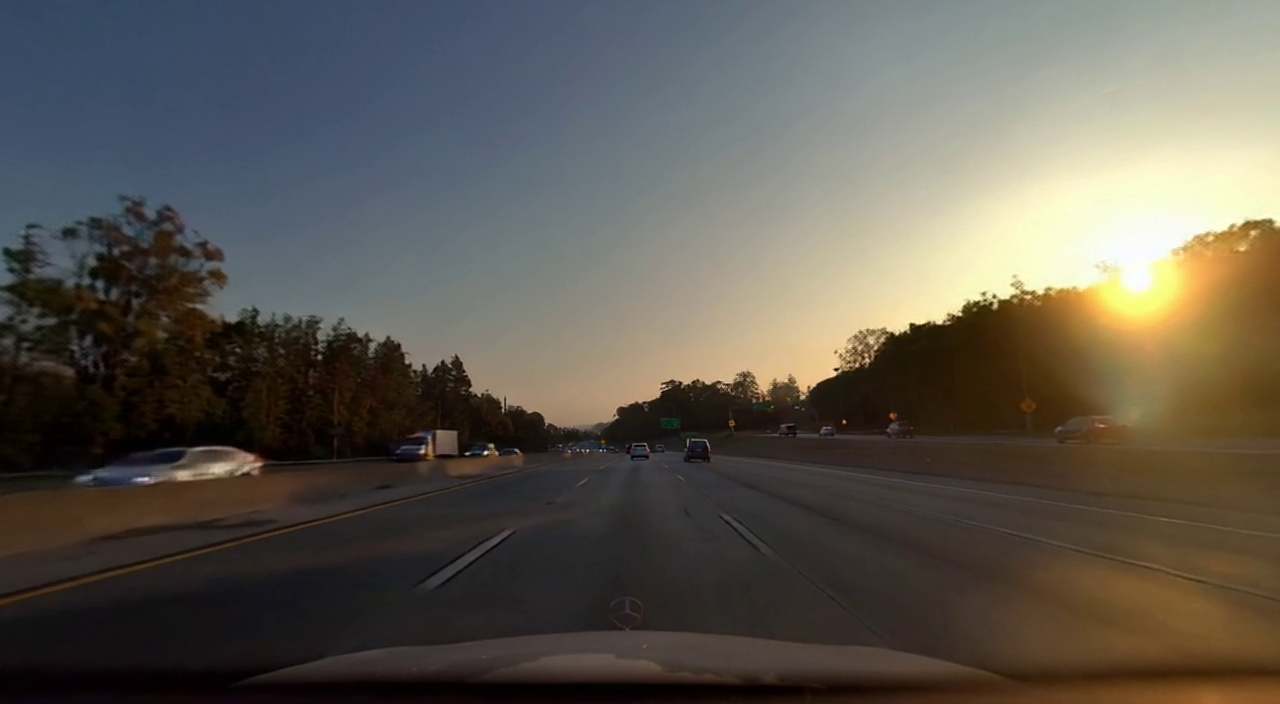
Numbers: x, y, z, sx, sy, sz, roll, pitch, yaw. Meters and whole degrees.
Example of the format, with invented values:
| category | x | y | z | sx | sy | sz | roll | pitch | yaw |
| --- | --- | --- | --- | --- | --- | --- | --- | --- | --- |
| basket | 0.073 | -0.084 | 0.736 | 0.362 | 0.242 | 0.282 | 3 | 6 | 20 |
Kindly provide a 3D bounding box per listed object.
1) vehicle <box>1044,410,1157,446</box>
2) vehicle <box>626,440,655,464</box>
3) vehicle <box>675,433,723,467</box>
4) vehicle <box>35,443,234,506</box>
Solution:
| category | x | y | z | sx | sy | sz | roll | pitch | yaw |
| --- | --- | --- | --- | --- | --- | --- | --- | --- | --- |
| vehicle | 20.596 | 3.492 | 28.480 | 1.872 | 1.459 | 4.502 | -1 | -8 | 3 |
| vehicle | 0.069 | 7.643 | 48.402 | 2.105 | 1.711 | 4.293 | 0 | -8 | 1 |
| vehicle | 3.778 | 6.445 | 41.590 | 2.505 | 2.020 | 5.532 | 0 | -8 | -1 |
| vehicle | -15.165 | 3.652 | 19.415 | 2.047 | 1.671 | 4.892 | 0 | -8 | 0 |
